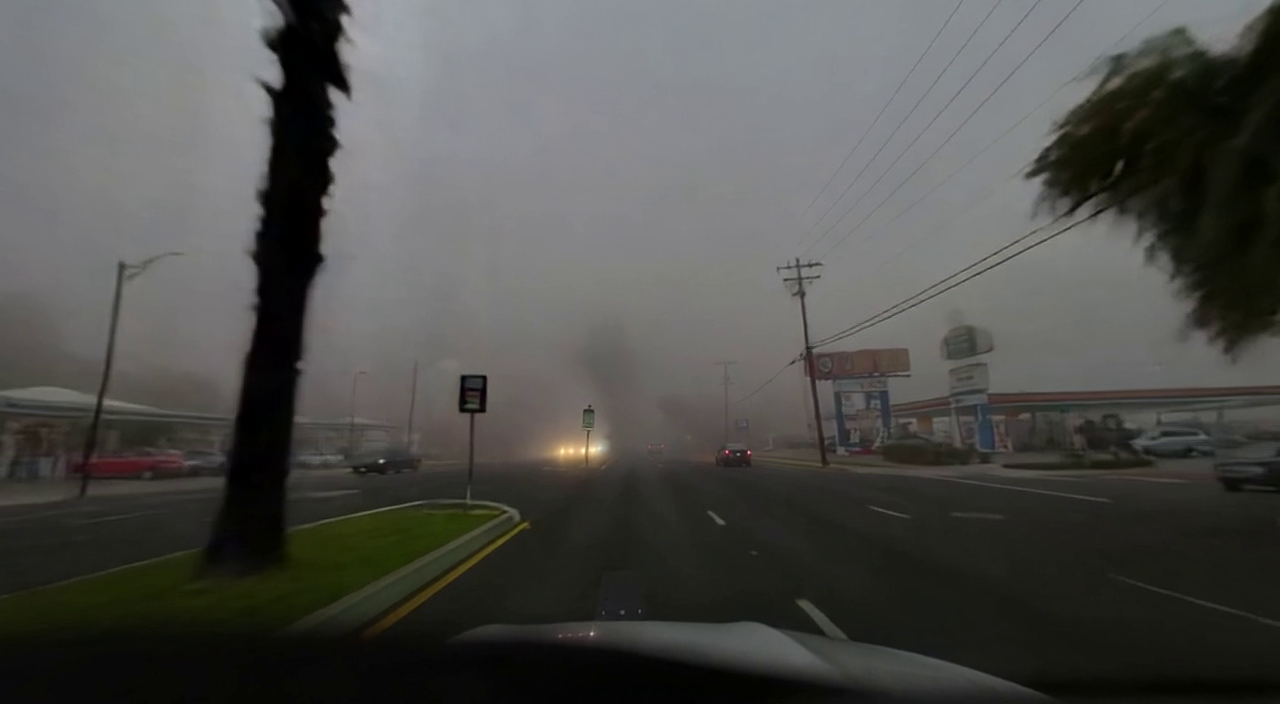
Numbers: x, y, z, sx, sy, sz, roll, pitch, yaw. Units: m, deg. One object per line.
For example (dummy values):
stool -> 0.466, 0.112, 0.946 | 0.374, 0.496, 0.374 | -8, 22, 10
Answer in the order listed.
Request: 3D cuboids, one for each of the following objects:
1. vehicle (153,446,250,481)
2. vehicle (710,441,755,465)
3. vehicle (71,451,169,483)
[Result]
vehicle -> -25.936, 6.580, 37.623 | 2.056, 1.890, 5.063 | 0, -8, 1
vehicle -> 6.066, 6.706, 41.971 | 2.261, 1.479, 4.403 | 0, -8, -2
vehicle -> -30.966, 6.810, 37.806 | 1.993, 1.737, 4.539 | 0, -8, -1
